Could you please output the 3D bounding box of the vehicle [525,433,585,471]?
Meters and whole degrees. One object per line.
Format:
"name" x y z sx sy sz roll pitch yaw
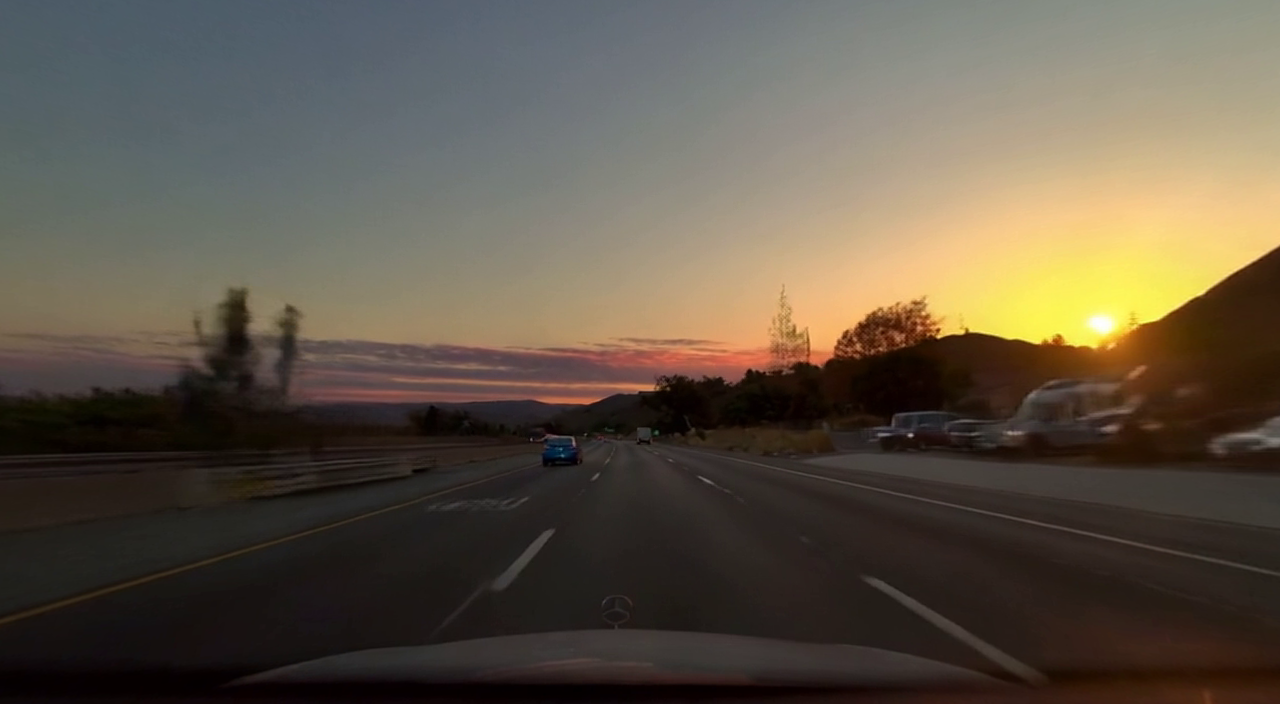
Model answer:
"vehicle" -3.880 4.661 29.508 2.206 1.604 4.374 0 -8 0

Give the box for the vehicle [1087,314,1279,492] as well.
"vehicle" 17.248 1.224 15.180 3.854 4.214 13.934 -1 -8 6

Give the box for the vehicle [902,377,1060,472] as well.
"vehicle" 16.940 3.617 32.183 2.909 4.017 8.582 3 -6 -4

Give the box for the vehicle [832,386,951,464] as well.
"vehicle" 16.072 4.786 41.391 2.935 4.242 10.799 4 -7 -3
